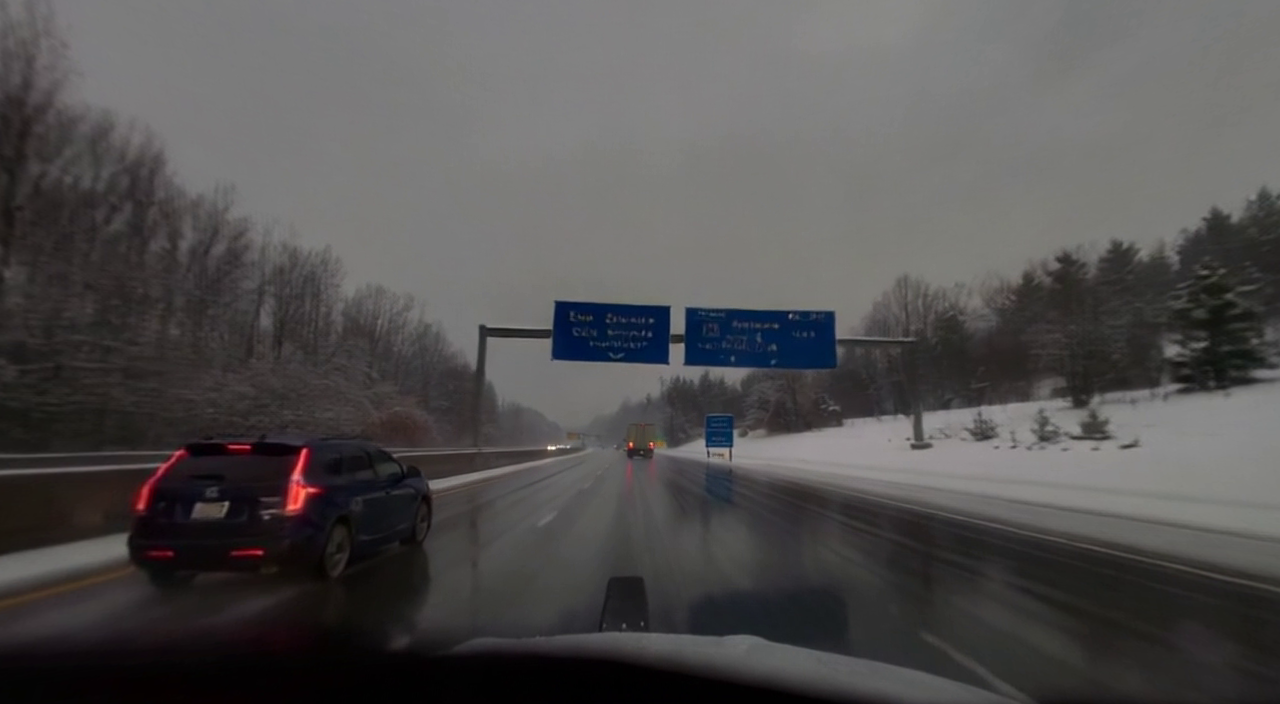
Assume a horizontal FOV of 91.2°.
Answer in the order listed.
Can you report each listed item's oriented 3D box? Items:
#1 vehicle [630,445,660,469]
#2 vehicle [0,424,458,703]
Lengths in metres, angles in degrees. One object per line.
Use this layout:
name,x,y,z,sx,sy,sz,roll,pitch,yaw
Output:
vehicle,0.332,6.776,40.604,1.859,1.478,3.799,0,-9,0
vehicle,-3.326,1.477,5.608,2.012,1.500,4.452,0,-9,1
